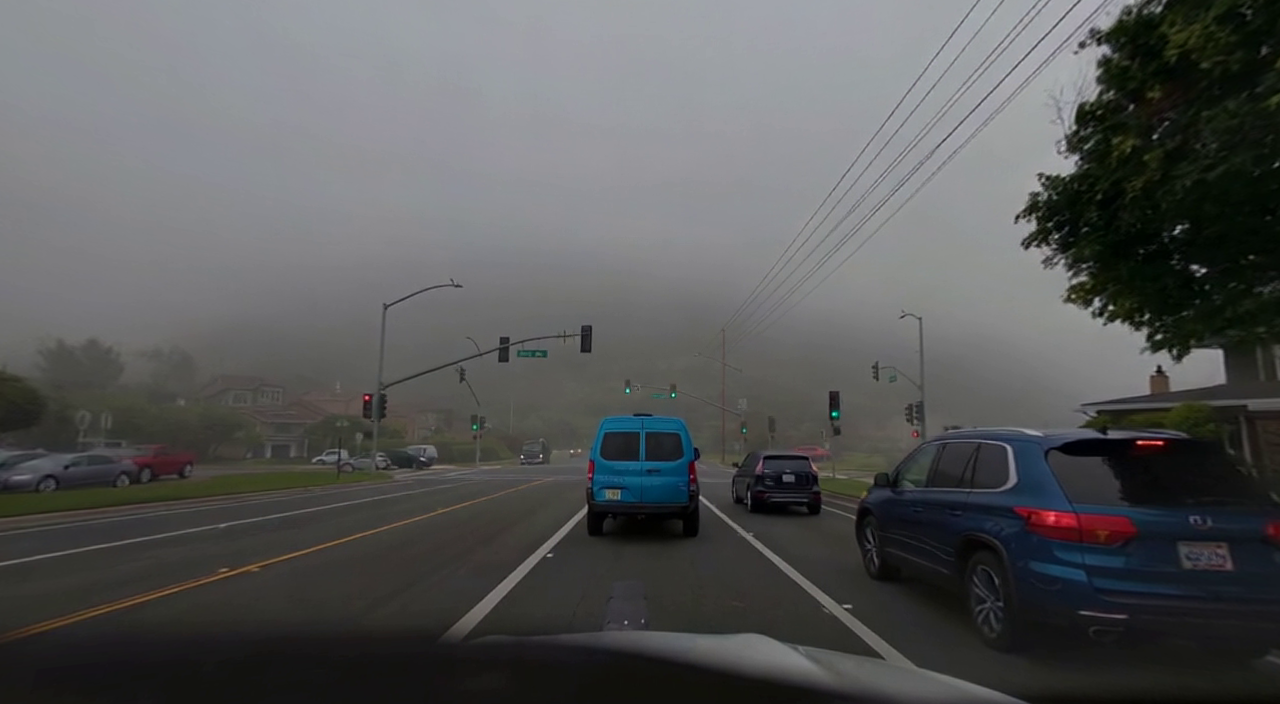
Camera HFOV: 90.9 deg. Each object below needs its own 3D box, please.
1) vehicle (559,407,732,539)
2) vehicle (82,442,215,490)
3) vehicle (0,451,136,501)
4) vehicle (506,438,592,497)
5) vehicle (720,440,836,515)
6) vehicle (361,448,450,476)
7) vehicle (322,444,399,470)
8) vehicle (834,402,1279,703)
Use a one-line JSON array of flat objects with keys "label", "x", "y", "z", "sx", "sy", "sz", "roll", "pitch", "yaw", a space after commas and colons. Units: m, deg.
[{"label": "vehicle", "x": 0.075, "y": 2.235, "z": 12.270, "sx": 2.636, "sy": 2.011, "sz": 5.130, "roll": 0, "pitch": -9, "yaw": 0}, {"label": "vehicle", "x": -20.420, "y": 4.724, "z": 26.509, "sx": 1.996, "sy": 1.809, "sz": 4.699, "roll": 1, "pitch": -9, "yaw": -5}, {"label": "vehicle", "x": -20.079, "y": 4.132, "z": 21.455, "sx": 1.830, "sy": 1.436, "sz": 4.771, "roll": 0, "pitch": -9, "yaw": 1}, {"label": "vehicle", "x": -2.872, "y": 3.764, "z": 20.989, "sx": 2.059, "sy": 1.749, "sz": 4.458, "roll": 0, "pitch": -9, "yaw": 2}, {"label": "vehicle", "x": 3.322, "y": 3.104, "z": 16.128, "sx": 1.957, "sy": 1.646, "sz": 4.355, "roll": 0, "pitch": -9, "yaw": 0}, {"label": "vehicle", "x": -14.058, "y": 6.572, "z": 37.854, "sx": 4.644, "sy": 1.533, "sz": 2.005, "roll": -2, "pitch": -9, "yaw": 16}, {"label": "vehicle", "x": -19.364, "y": 7.290, "z": 43.723, "sx": 4.428, "sy": 1.738, "sz": 1.886, "roll": -1, "pitch": -9, "yaw": 5}, {"label": "vehicle", "x": 3.479, "y": 1.427, "z": 5.407, "sx": 2.155, "sy": 1.658, "sz": 4.721, "roll": 0, "pitch": -9, "yaw": 0}]
